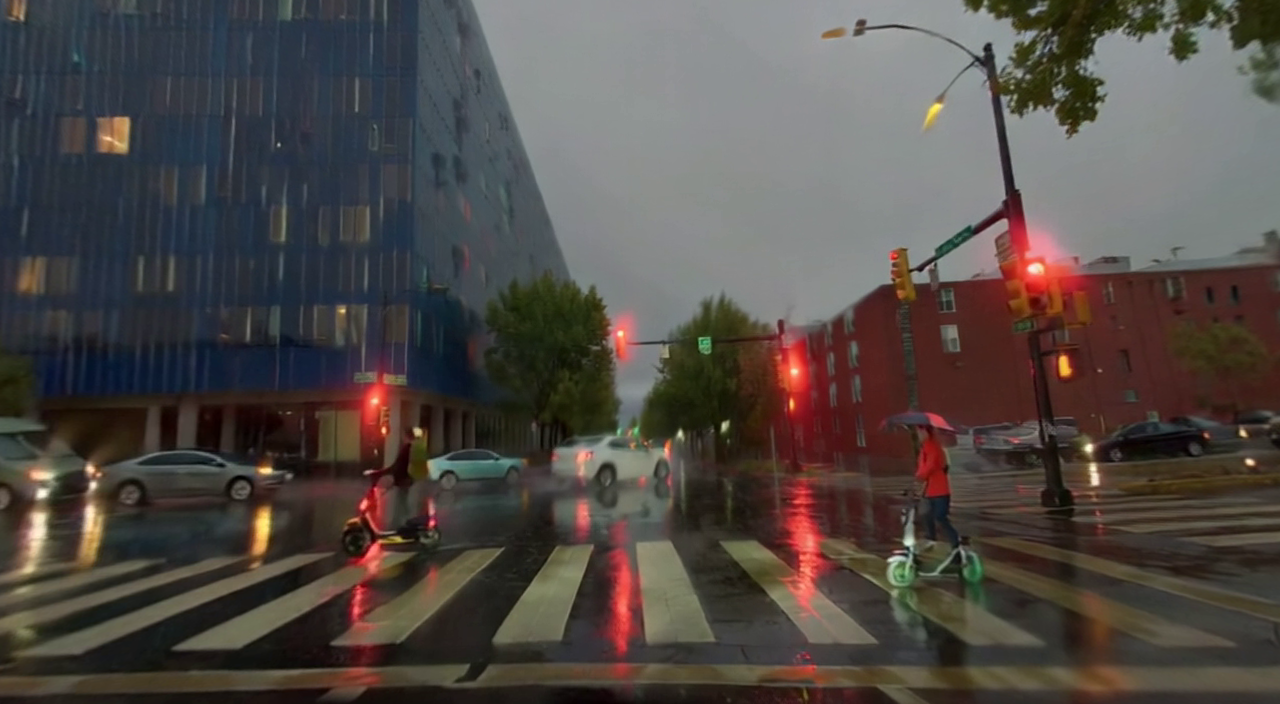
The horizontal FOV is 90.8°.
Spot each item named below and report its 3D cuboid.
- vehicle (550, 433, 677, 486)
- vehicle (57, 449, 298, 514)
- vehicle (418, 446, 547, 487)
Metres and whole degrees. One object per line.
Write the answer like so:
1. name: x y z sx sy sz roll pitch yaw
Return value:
1. vehicle: -0.865 3.965 23.643 2.122 1.724 4.802 -7 -11 37
2. vehicle: -11.872 3.338 16.612 4.576 1.496 2.042 1 -9 -11
3. vehicle: -6.201 4.488 25.137 4.485 1.463 2.075 7 -11 -41
